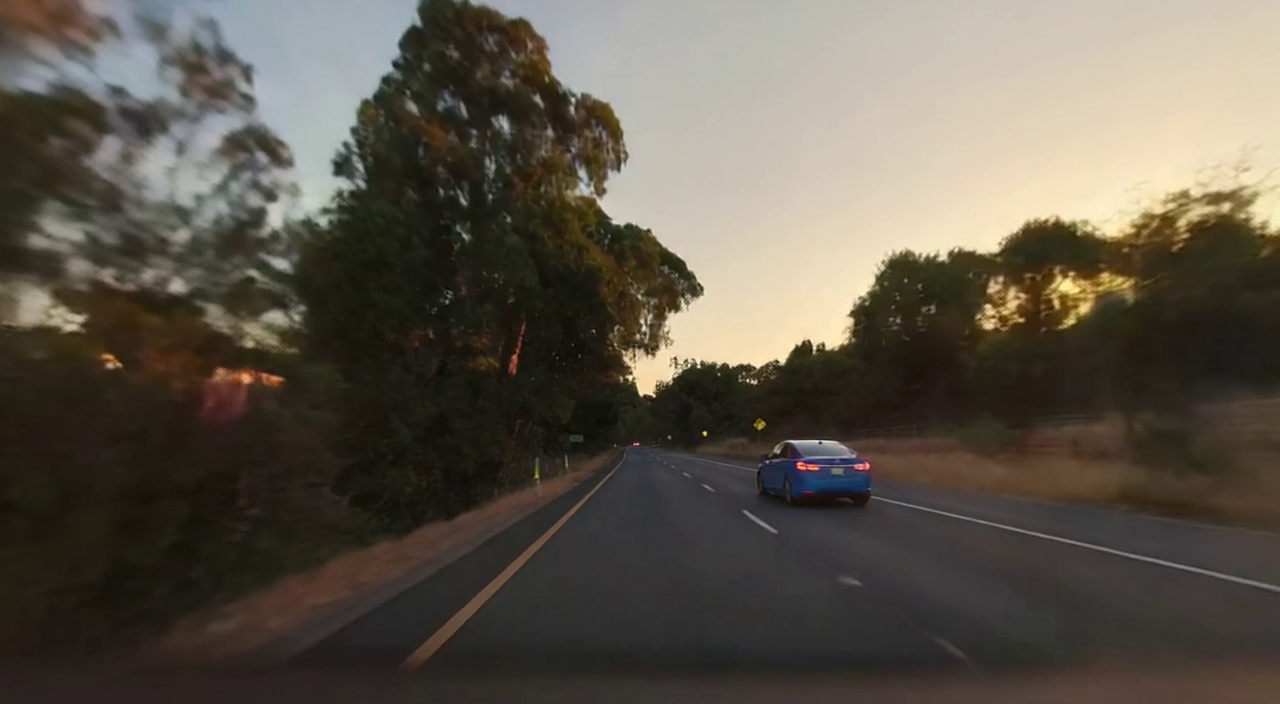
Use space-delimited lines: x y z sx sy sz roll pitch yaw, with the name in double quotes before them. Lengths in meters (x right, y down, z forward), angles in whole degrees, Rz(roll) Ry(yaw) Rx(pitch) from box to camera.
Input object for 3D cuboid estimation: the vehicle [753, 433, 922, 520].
"vehicle" 3.797 2.469 13.080 2.003 1.466 4.441 0 -8 -1
